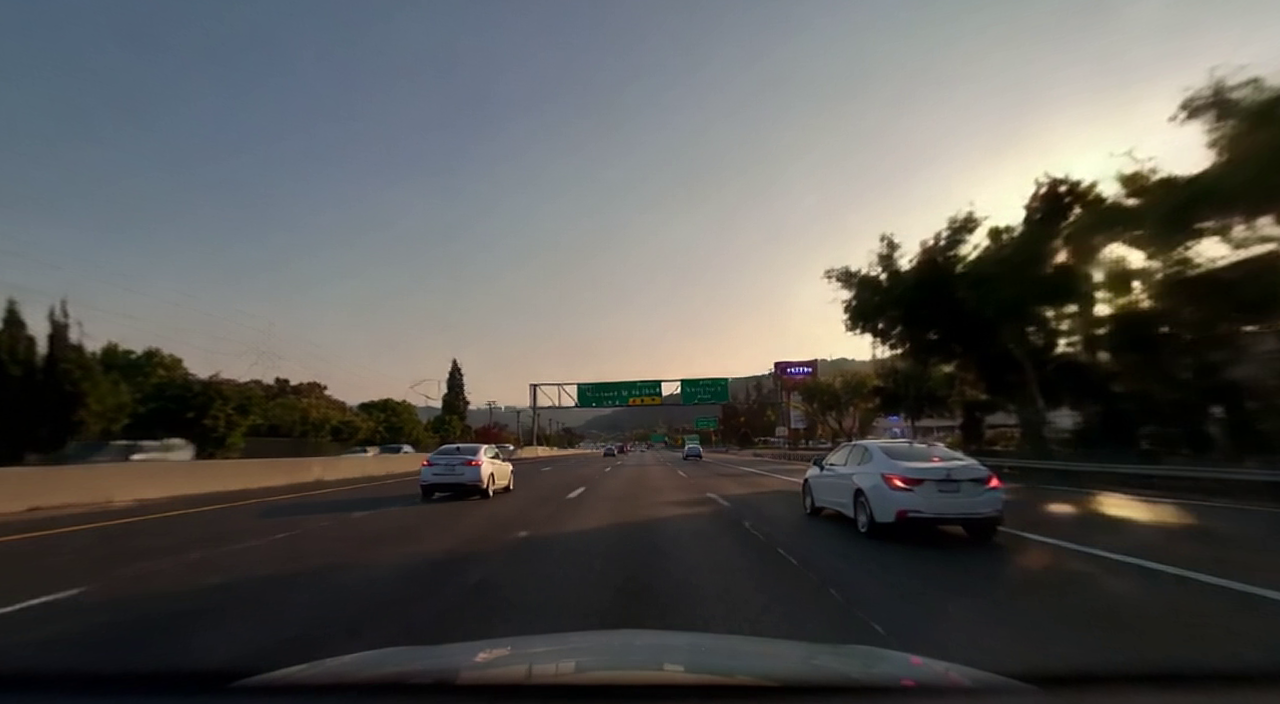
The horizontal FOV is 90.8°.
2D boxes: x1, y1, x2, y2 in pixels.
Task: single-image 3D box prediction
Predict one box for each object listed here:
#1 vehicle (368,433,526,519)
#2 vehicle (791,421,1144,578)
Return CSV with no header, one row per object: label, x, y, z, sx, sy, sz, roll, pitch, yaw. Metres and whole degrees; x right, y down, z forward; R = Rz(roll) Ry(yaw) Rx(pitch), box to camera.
vehicle,-3.802,2.503,13.320,1.939,1.508,4.272,0,-8,1
vehicle,3.788,1.799,8.659,2.164,1.507,4.914,0,-8,-1
